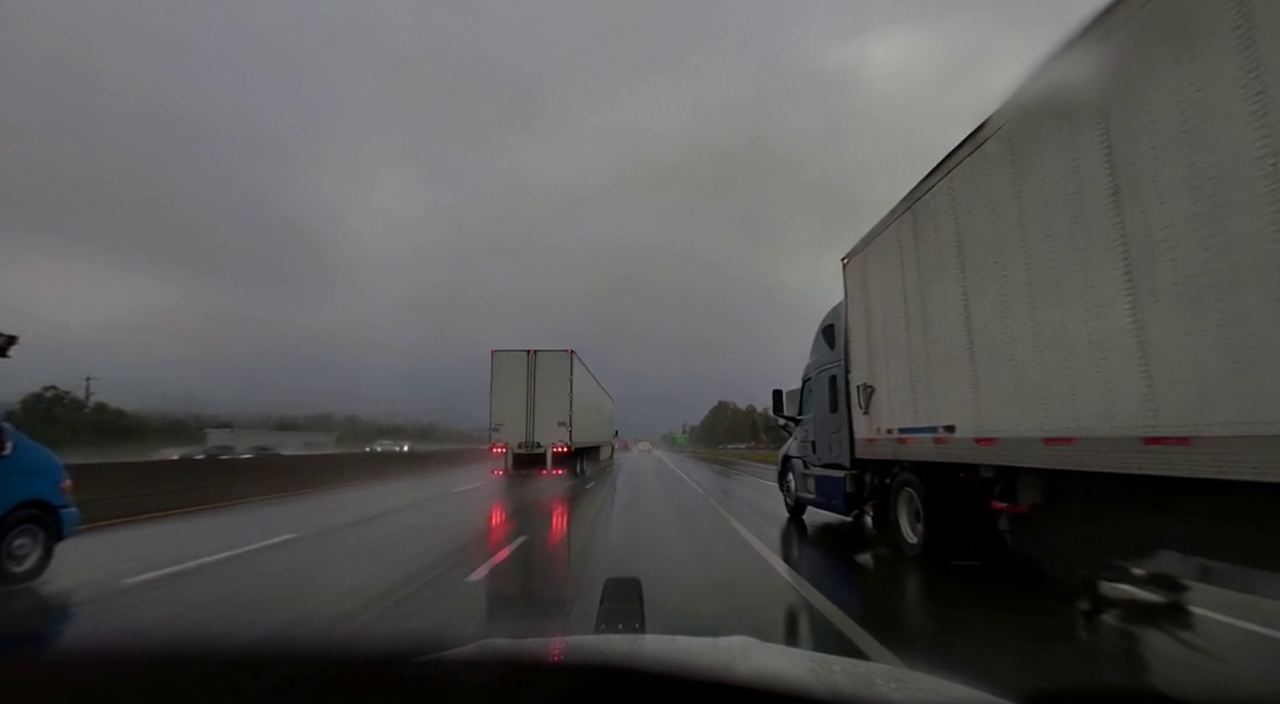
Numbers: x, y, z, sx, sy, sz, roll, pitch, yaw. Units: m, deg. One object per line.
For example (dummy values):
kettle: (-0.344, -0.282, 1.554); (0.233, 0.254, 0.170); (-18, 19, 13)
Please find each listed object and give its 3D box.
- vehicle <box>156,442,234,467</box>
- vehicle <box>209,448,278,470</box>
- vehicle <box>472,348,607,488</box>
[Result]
vehicle: (-31.418, 7.233, 44.749); (1.971, 1.674, 4.788); (0, -8, 1)
vehicle: (-27.242, 7.352, 43.569); (1.889, 1.437, 4.286); (0, -8, 1)
vehicle: (-3.369, 3.062, 26.803); (2.939, 4.132, 16.303); (0, -8, 0)
